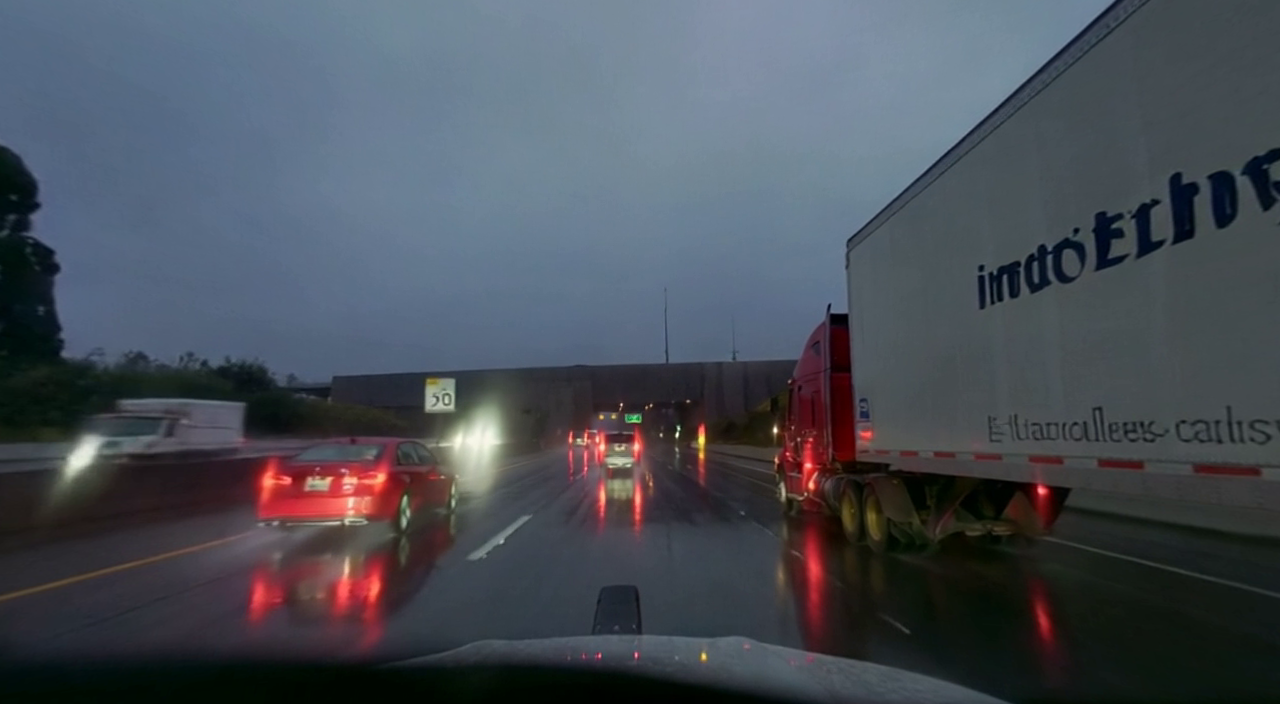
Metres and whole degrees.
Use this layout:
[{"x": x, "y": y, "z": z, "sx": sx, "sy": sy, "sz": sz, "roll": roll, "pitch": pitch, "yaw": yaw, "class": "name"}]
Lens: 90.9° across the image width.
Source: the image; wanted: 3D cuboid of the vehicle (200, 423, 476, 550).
[{"x": -4.049, "y": 1.844, "z": 9.457, "sx": 2.019, "sy": 1.435, "sz": 4.317, "roll": 0, "pitch": -8, "yaw": 0, "class": "vehicle"}]

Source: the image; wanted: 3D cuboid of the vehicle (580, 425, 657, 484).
[{"x": -0.624, "y": 3.064, "z": 19.145, "sx": 2.094, "sy": 1.600, "sz": 3.666, "roll": 0, "pitch": -8, "yaw": -1, "class": "vehicle"}]

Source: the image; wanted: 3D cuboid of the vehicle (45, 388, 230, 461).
[{"x": -19.537, "y": 2.929, "z": 25.101, "sx": 2.360, "sy": 2.529, "sz": 6.082, "roll": 0, "pitch": -8, "yaw": -1, "class": "vehicle"}]

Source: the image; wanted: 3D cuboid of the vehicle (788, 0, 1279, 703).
[{"x": 3.958, "y": -0.242, "z": 3.207, "sx": 2.842, "sy": 4.108, "sz": 14.081, "roll": 0, "pitch": -8, "yaw": -1, "class": "vehicle"}]
